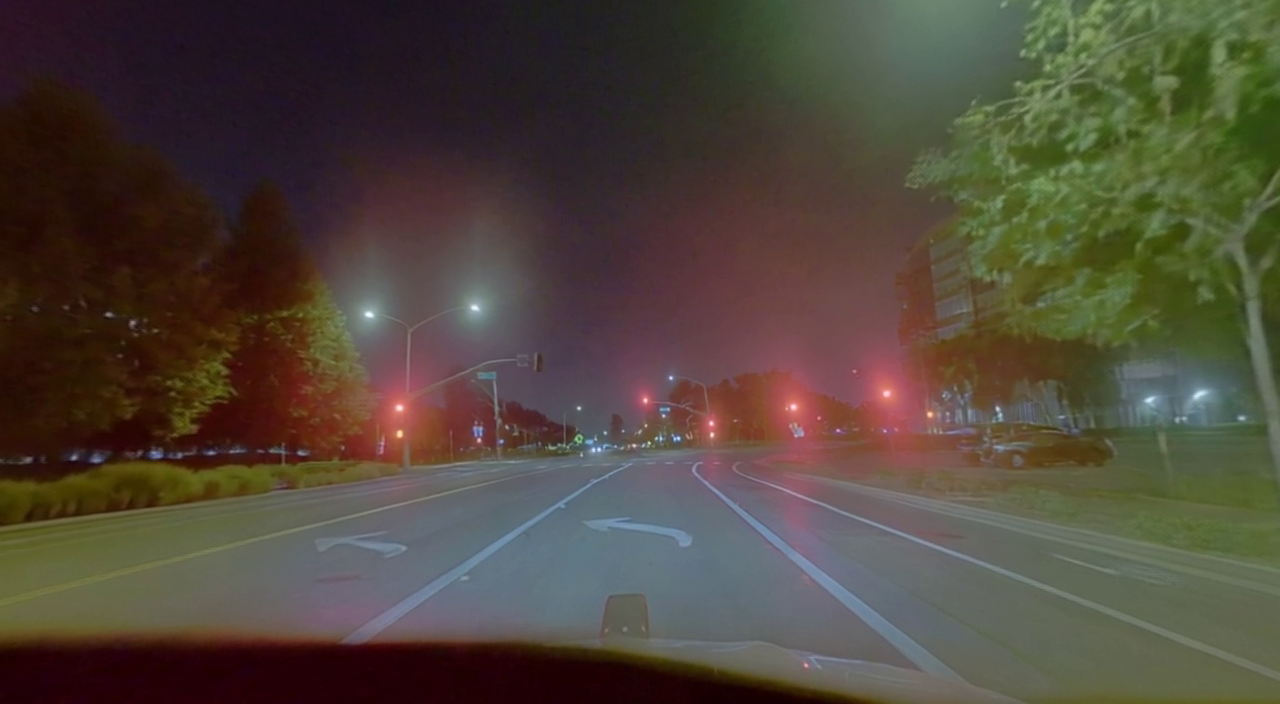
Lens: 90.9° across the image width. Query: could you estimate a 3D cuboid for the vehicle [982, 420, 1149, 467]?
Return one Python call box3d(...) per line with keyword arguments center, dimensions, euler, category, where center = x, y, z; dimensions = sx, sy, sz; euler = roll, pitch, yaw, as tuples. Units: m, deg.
box3d(center=(14.010, 3.051, 20.955), dimensions=(4.167, 1.476, 1.871), euler=(0, -8, -1), category="vehicle")
